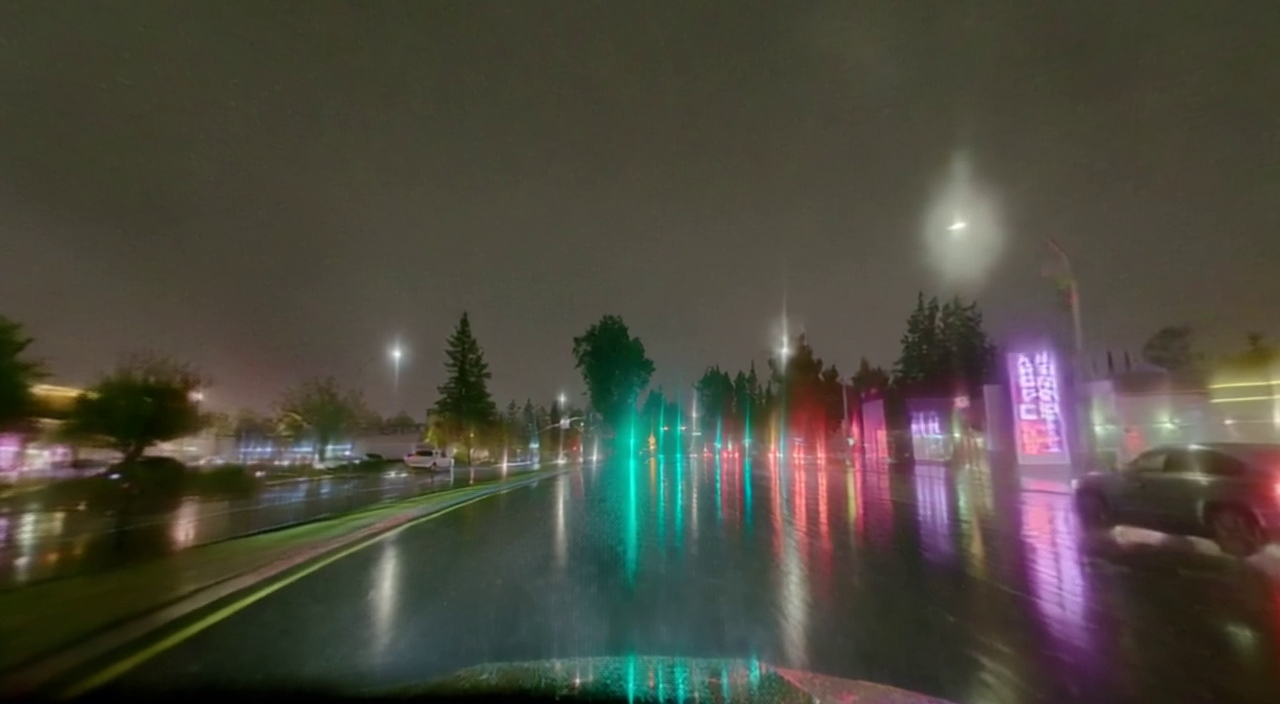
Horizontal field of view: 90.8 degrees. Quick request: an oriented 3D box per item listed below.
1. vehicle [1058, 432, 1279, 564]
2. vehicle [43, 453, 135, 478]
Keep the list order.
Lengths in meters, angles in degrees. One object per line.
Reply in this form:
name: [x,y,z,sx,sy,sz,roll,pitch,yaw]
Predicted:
vehicle: [8.135,1.867,8.695,1.936,1.460,4.258,0,-8,2]
vehicle: [-38.694,7.962,44.439,4.594,1.564,1.900,-1,-8,-2]
